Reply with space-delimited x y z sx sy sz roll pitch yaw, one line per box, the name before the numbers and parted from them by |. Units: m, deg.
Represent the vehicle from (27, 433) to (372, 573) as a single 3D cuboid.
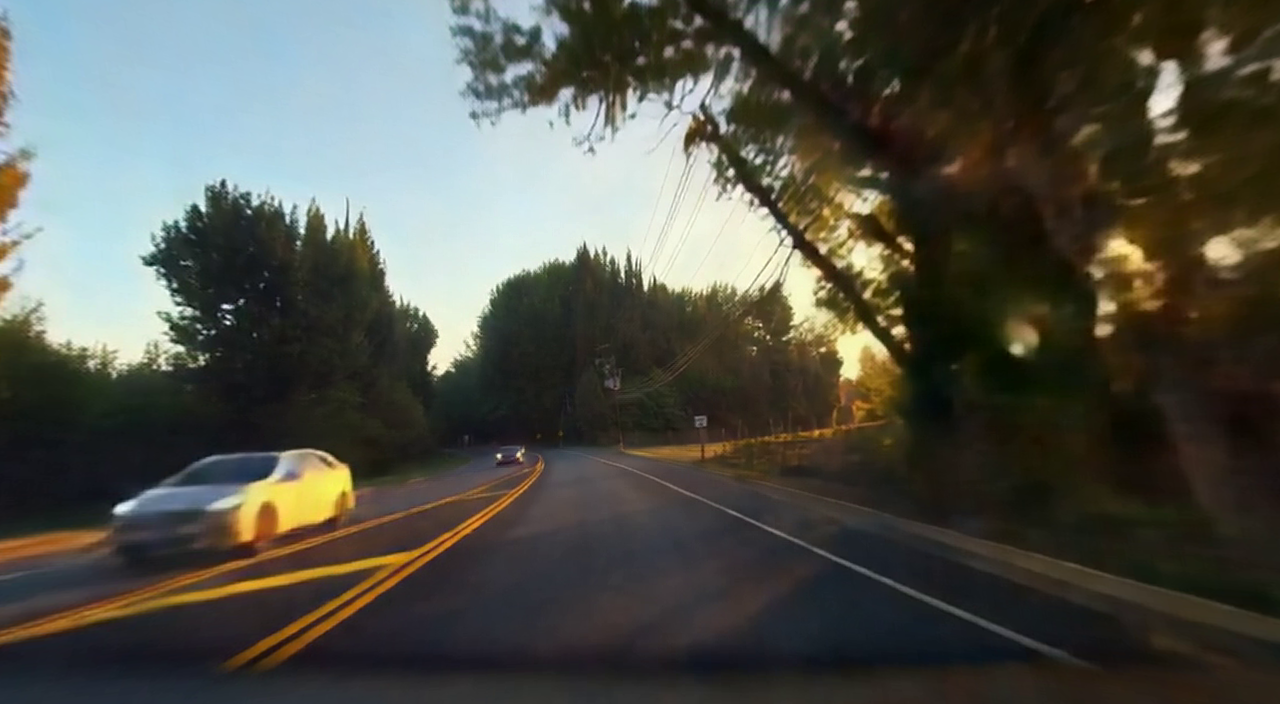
vehicle | -7.422 2.558 11.816 2.397 1.932 5.703 0 -8 -1
